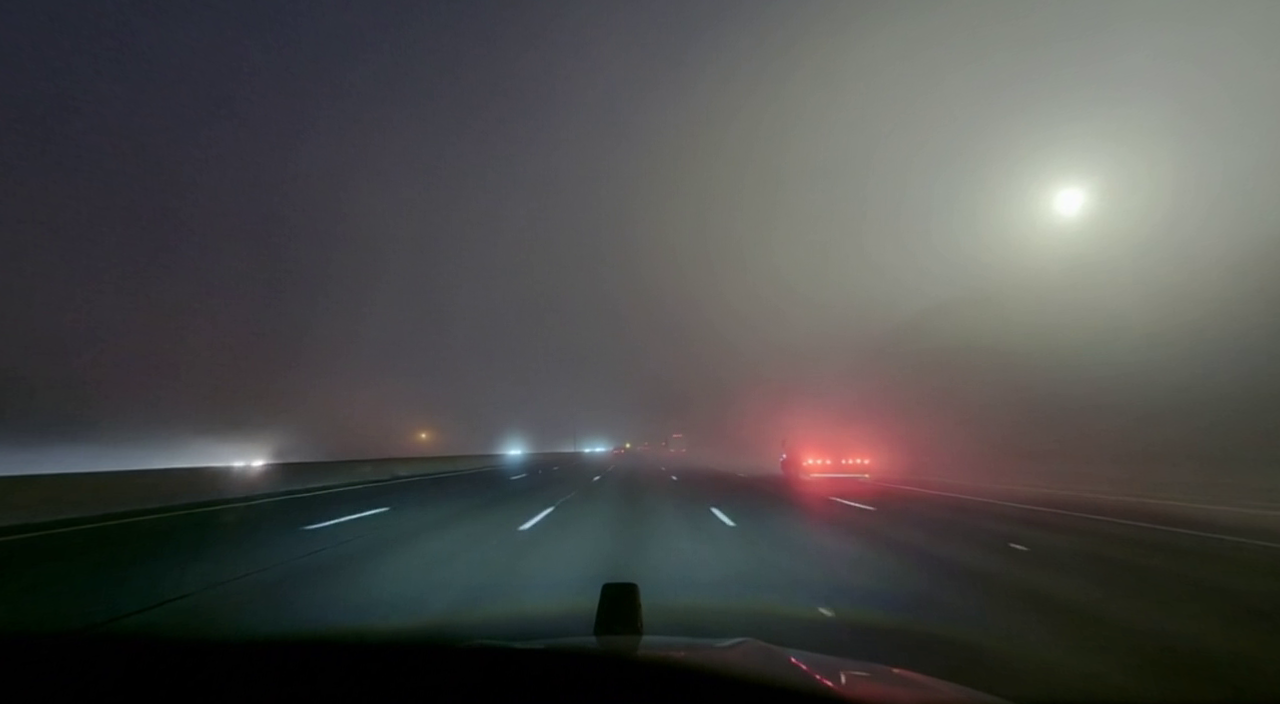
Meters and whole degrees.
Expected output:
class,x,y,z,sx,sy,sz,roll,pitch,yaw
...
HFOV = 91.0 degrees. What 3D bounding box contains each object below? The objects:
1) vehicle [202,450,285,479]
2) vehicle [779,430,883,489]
class,x,y,z,sx,sy,sz,roll,pitch,yaw
vehicle,-24.064,6.808,38.431,1.981,1.604,4.605,0,-9,1
vehicle,6.338,3.635,21.540,2.096,1.767,4.601,0,-9,0
